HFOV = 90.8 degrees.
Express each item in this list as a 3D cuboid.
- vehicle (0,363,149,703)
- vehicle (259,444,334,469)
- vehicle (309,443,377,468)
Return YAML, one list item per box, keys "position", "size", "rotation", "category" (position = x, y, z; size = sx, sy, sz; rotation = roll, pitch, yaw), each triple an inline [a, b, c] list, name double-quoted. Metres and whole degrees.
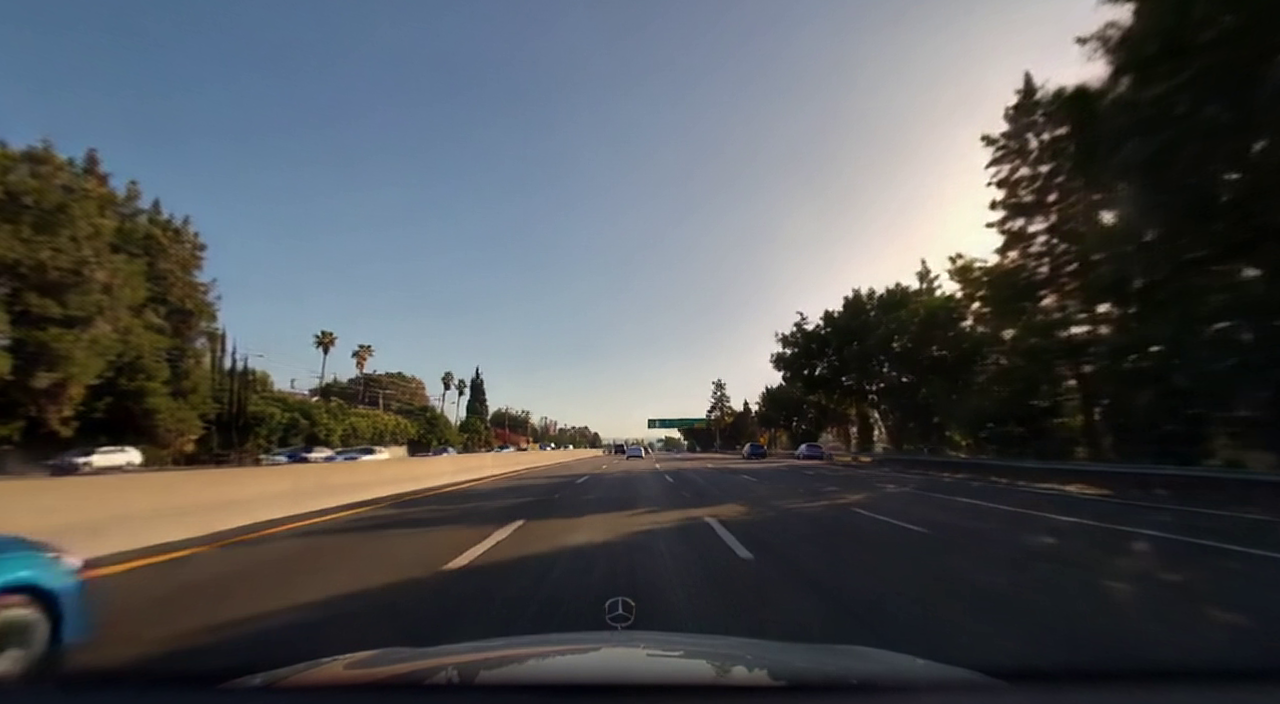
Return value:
- position: [-3.648, 0.630, 1.040]
  size: [1.996, 1.617, 4.637]
  rotation: [0, -8, -1]
  category: "vehicle"
- position: [-22.202, 6.769, 41.112]
  size: [1.940, 1.464, 5.027]
  rotation: [0, -8, 2]
  category: "vehicle"
- position: [-19.039, 6.650, 40.749]
  size: [2.122, 1.510, 4.488]
  rotation: [0, -8, 2]
  category: "vehicle"
